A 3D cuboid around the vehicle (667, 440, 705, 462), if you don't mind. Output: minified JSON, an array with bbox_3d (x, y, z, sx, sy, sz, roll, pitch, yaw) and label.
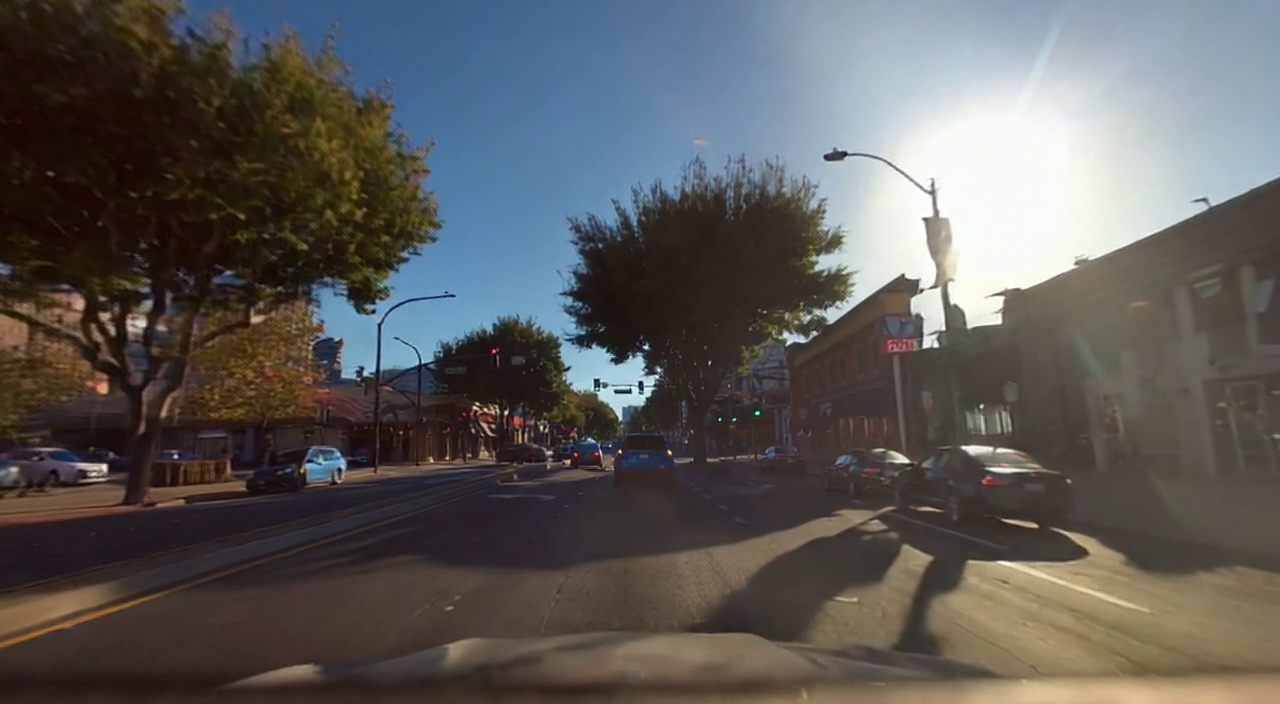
[{"bbox_3d":[3.129,6.833,43.753,2.209,1.478,4.138,0,-8,-1],"label":"vehicle"}]

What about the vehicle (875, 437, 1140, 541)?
[{"bbox_3d":[6.218,2.348,11.569,2.048,1.484,4.709,0,-8,1],"label":"vehicle"}]

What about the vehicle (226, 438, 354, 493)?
[{"bbox_3d":[-13.944,4.532,25.674,2.197,1.985,5.183,0,-8,0],"label":"vehicle"}]

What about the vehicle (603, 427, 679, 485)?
[{"bbox_3d":[-0.021,3.596,22.135,2.382,1.796,4.610,0,-8,-1],"label":"vehicle"}]

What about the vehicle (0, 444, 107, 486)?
[{"bbox_3d":[-28.210,5.202,29.321,4.767,1.843,2.339,0,-8,1],"label":"vehicle"}]

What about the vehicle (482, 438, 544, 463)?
[{"bbox_3d":[-9.581,7.388,47.615,4.427,1.757,2.125,-7,-11,37],"label":"vehicle"}]

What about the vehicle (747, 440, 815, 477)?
[{"bbox_3d":[6.227,4.738,28.430,1.986,1.515,4.265,0,-8,-1],"label":"vehicle"}]
